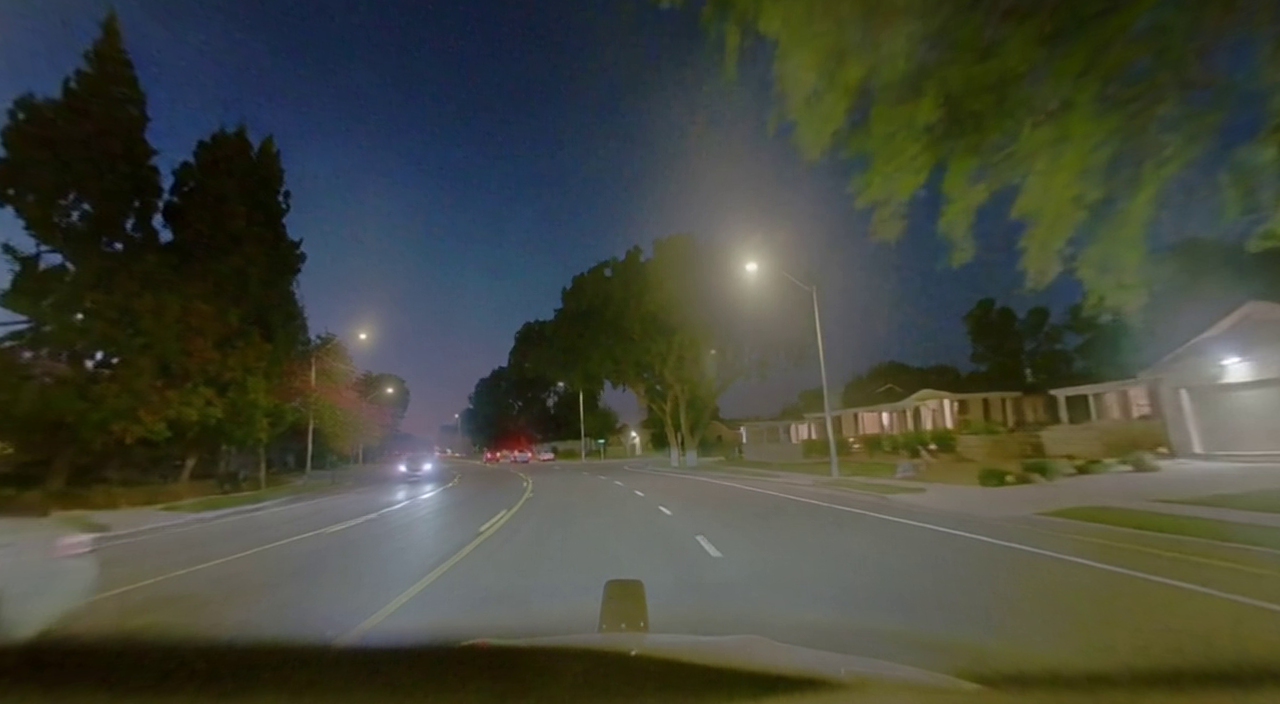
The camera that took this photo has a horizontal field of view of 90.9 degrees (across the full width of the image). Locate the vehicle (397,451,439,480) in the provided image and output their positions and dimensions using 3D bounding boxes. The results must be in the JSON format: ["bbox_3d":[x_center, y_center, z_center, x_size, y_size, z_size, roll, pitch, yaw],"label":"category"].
[{"bbox_3d":[-13.966,7.129,39.865,2.125,1.592,4.616,2,-9,-16],"label":"vehicle"}]
